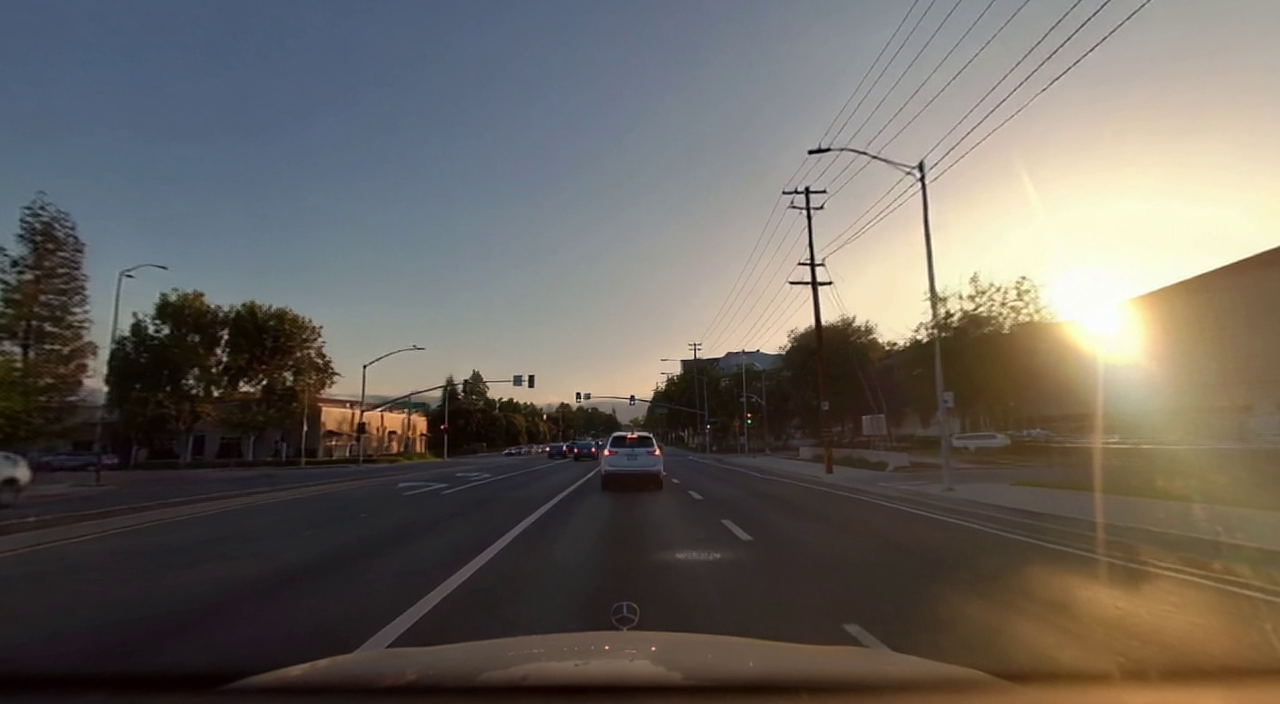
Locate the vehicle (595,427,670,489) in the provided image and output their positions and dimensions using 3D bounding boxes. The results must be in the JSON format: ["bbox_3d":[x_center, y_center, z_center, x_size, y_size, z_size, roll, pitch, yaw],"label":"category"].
[{"bbox_3d":[-0.278,3.396,20.564,2.188,1.782,3.982,0,-8,-1],"label":"vehicle"}]

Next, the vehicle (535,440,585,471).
[{"bbox_3d":[-4.115,5.410,33.187,2.075,1.474,4.367,0,-8,-1],"label":"vehicle"}]
